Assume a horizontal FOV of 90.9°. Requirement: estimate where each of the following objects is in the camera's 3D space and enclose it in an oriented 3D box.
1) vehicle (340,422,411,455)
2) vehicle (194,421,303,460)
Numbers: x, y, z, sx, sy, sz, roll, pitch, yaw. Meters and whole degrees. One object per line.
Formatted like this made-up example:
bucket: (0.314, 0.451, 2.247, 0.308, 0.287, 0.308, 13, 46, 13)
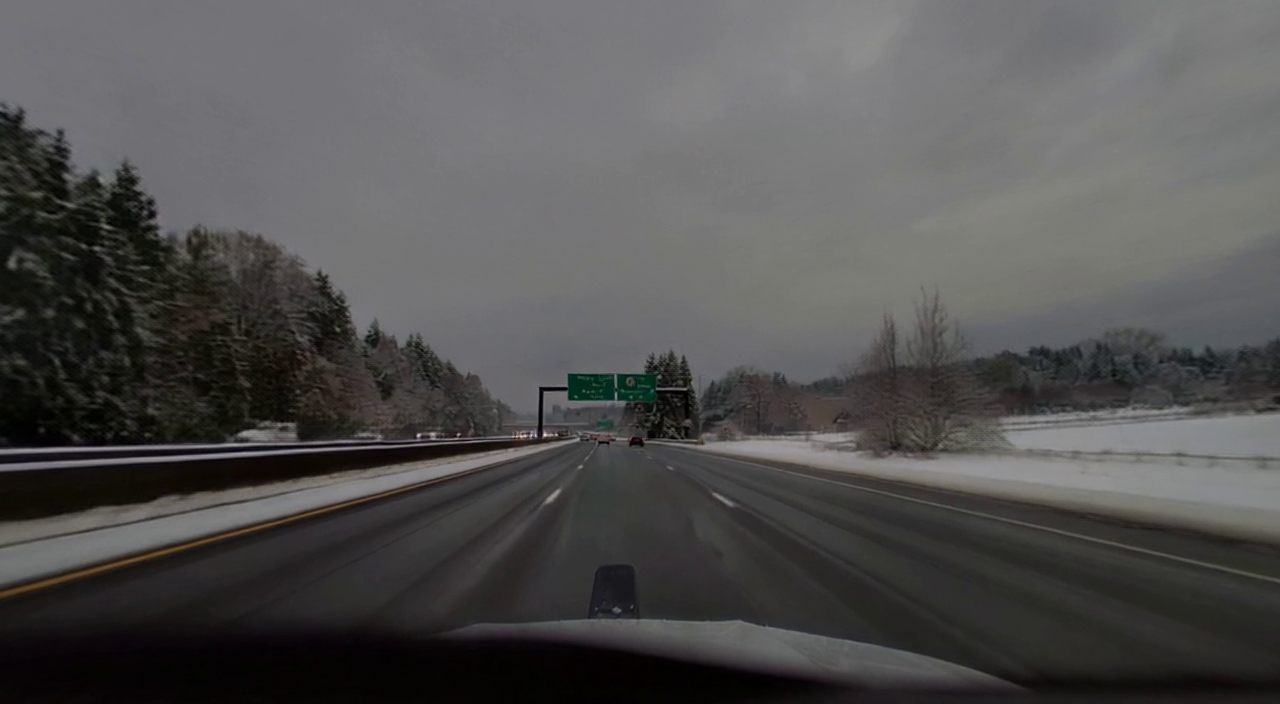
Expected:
vehicle: (-13.983, 4.616, 33.650, 1.974, 1.592, 4.533, 0, -8, -2)
vehicle: (-17.946, 4.081, 29.246, 2.059, 1.643, 4.855, 0, -8, -2)
